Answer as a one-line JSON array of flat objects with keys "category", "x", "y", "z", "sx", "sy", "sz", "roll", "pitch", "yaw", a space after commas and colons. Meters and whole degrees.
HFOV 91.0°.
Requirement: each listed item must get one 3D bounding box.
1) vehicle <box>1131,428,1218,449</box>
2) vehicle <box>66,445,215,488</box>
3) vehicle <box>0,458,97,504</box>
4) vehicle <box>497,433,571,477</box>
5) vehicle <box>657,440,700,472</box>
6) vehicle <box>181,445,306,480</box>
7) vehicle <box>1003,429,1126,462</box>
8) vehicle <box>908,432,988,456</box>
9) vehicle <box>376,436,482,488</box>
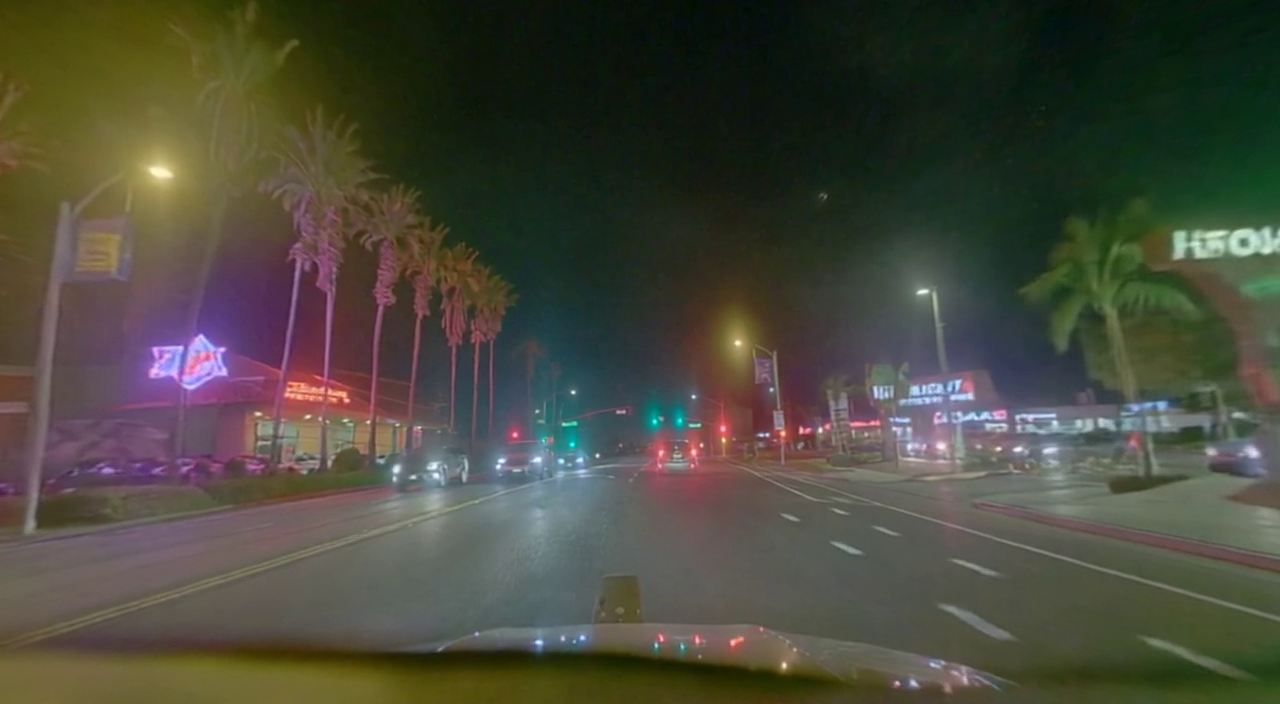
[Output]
[{"category": "vehicle", "x": 37.583, "y": 6.114, "z": 44.365, "sx": 1.789, "sy": 1.377, "sz": 4.162, "roll": 4, "pitch": -9, "yaw": -25}, {"category": "vehicle", "x": -21.095, "y": 4.859, "z": 26.757, "sx": 4.498, "sy": 1.729, "sz": 2.102, "roll": 0, "pitch": -9, "yaw": 1}, {"category": "vehicle", "x": -21.085, "y": 4.305, "z": 20.832, "sx": 4.552, "sy": 1.389, "sz": 1.779, "roll": -2, "pitch": -10, "yaw": 2}, {"category": "vehicle", "x": -5.182, "y": 5.145, "z": 31.795, "sx": 2.551, "sy": 1.995, "sz": 5.615, "roll": 0, "pitch": -9, "yaw": 2}, {"category": "vehicle", "x": 1.950, "y": 5.352, "z": 32.654, "sx": 2.065, "sy": 1.507, "sz": 4.225, "roll": 0, "pitch": -9, "yaw": 2}, {"category": "vehicle", "x": -20.643, "y": 5.776, "z": 32.912, "sx": 5.050, "sy": 1.758, "sz": 2.134, "roll": 0, "pitch": -9, "yaw": 3}, {"category": "vehicle", "x": 18.910, "y": 4.195, "z": 28.155, "sx": 4.140, "sy": 1.422, "sz": 1.869, "roll": 0, "pitch": -9, "yaw": 0}, {"category": "vehicle", "x": 21.638, "y": 6.491, "z": 44.409, "sx": 2.028, "sy": 1.556, "sz": 4.625, "roll": 5, "pitch": -10, "yaw": -29}, {"category": "vehicle", "x": -9.018, "y": 4.752, "z": 27.626, "sx": 2.328, "sy": 1.976, "sz": 5.915, "roll": 0, "pitch": -9, "yaw": 3}]
